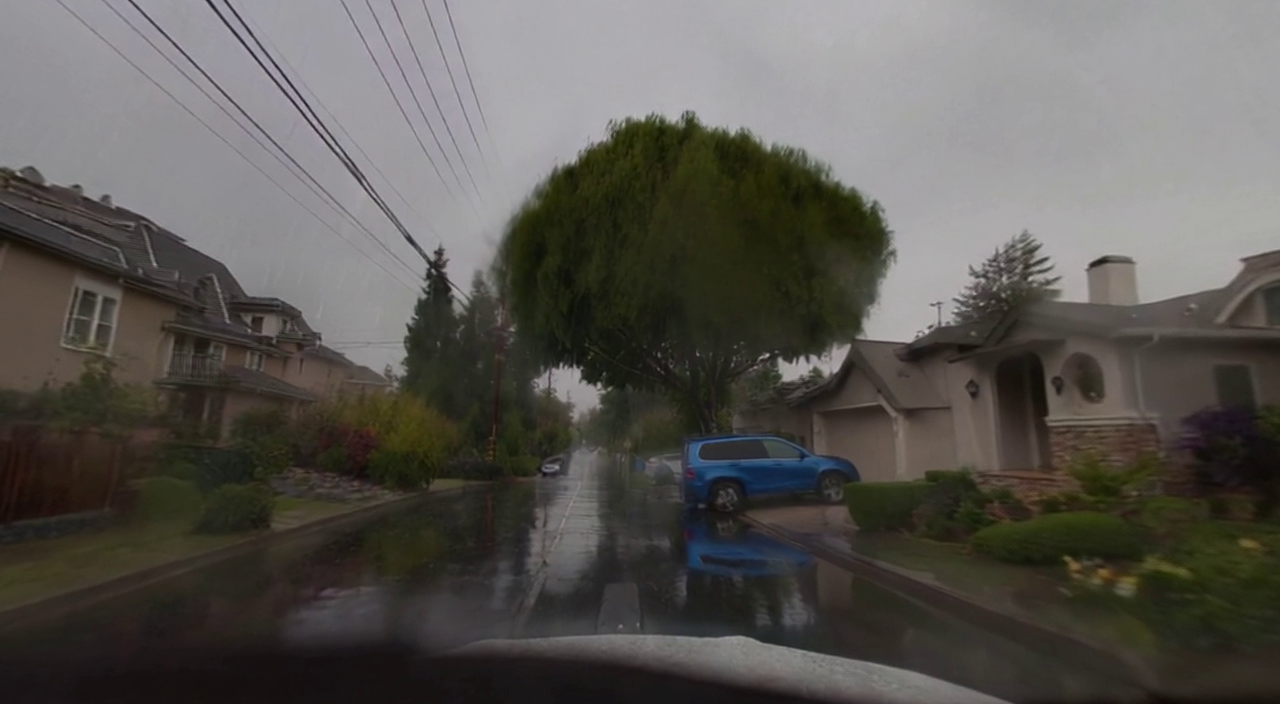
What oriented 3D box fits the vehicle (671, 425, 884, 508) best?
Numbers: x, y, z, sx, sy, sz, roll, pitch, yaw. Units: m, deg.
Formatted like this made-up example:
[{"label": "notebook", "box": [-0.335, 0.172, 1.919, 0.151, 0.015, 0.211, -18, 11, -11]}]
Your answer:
[{"label": "vehicle", "box": [3.053, 2.587, 14.580, 4.413, 1.728, 1.869, 2, -7, -7]}]
